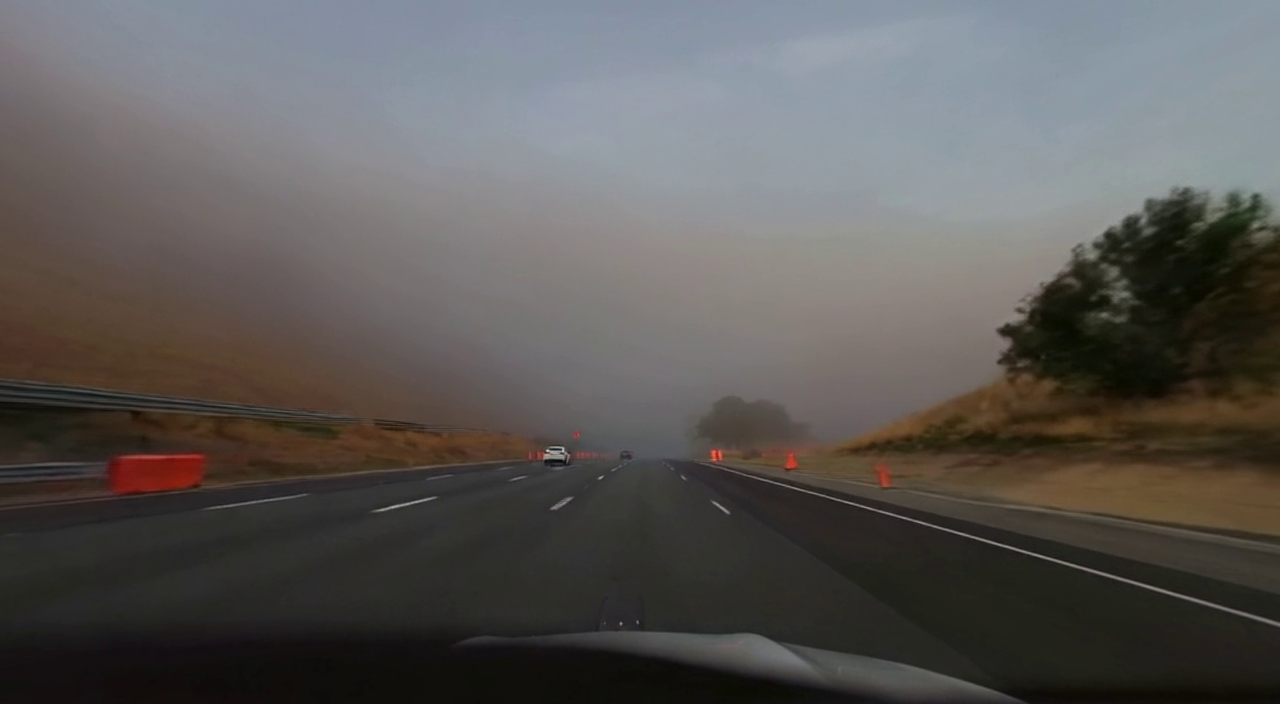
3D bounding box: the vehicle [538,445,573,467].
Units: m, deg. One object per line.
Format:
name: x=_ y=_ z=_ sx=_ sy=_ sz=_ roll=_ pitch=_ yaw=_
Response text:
vehicle: x=-6.452 y=8.005 z=48.426 sx=2.042 sy=1.585 sz=4.162 roll=0 pitch=-9 yaw=1
